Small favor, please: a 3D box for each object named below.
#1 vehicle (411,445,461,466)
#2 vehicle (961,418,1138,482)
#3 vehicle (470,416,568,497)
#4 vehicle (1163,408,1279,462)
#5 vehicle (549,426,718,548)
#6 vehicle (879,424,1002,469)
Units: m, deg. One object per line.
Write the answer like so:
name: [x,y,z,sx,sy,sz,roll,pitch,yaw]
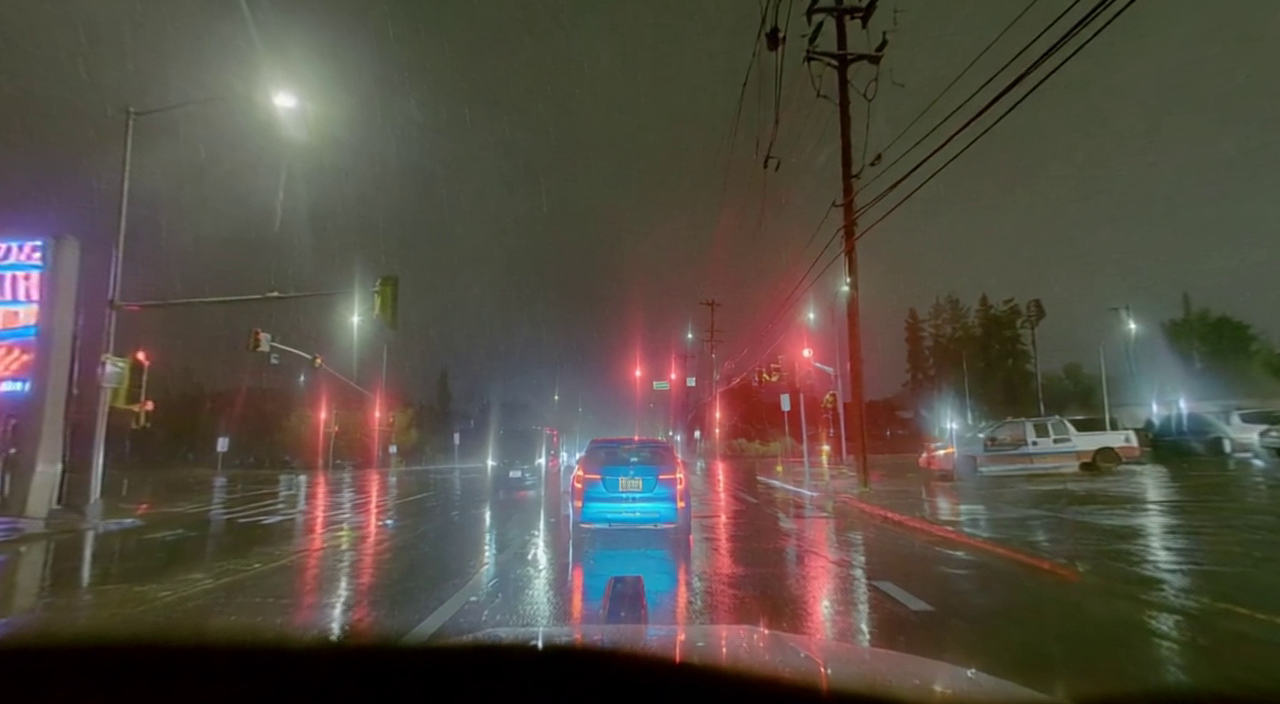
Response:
vehicle: [-15.558,7.824,47.937,2.111,1.511,4.641,6,-10,-36]
vehicle: [10.549,2.574,16.716,1.888,1.455,4.268,0,-8,1]
vehicle: [-3.089,2.765,17.027,2.106,1.852,4.512,1,-8,-5]
vehicle: [18.710,2.616,19.716,4.446,1.511,1.977,4,-10,-29]
vehicle: [-0.145,1.970,9.920,2.070,1.481,4.216,0,-8,-2]
vehicle: [10.631,3.399,22.752,1.842,1.471,4.481,1,-8,-6]
